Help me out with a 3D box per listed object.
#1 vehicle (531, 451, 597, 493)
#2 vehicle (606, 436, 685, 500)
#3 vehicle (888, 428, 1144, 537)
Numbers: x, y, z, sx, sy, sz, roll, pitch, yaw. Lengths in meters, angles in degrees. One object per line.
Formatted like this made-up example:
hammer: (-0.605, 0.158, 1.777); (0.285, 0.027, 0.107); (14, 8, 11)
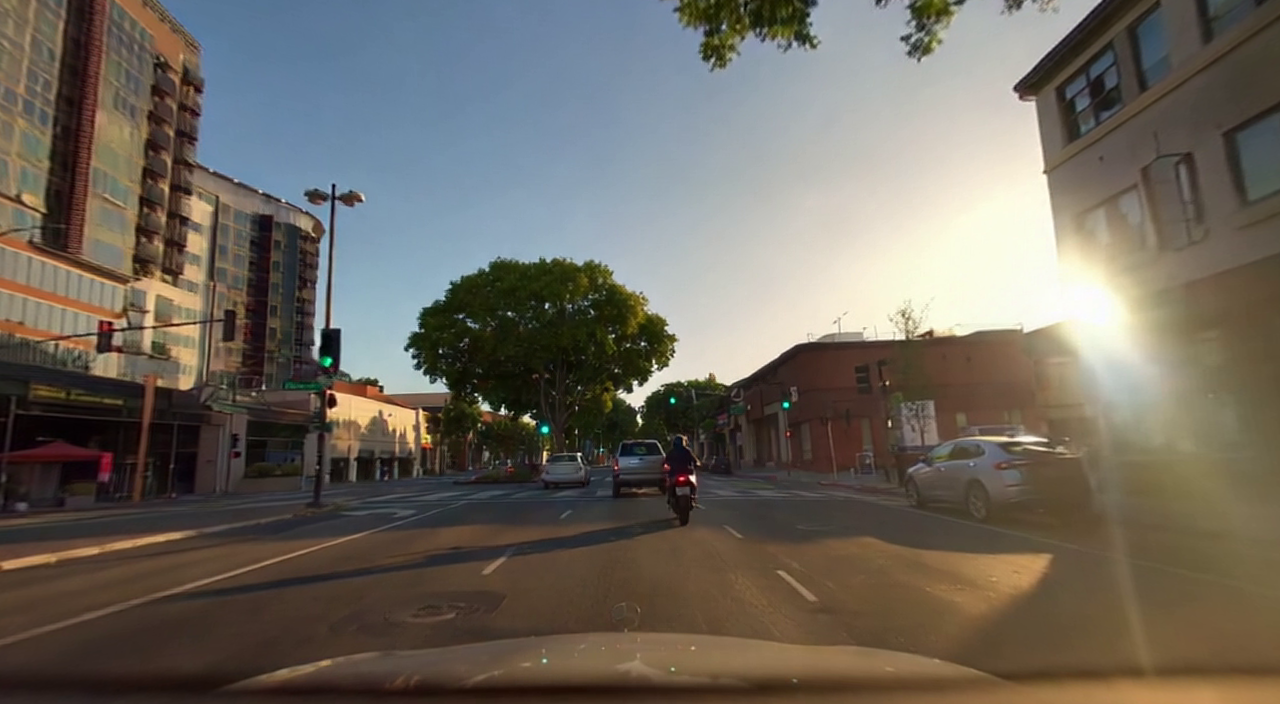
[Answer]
vehicle: (-2.954, 4.766, 25.472); (2.014, 1.470, 4.552); (0, -9, 1)
vehicle: (0.138, 3.611, 20.096); (2.223, 1.775, 4.250); (0, -9, -1)
vehicle: (7.178, 2.524, 12.933); (2.018, 1.772, 4.968); (0, -9, -2)
